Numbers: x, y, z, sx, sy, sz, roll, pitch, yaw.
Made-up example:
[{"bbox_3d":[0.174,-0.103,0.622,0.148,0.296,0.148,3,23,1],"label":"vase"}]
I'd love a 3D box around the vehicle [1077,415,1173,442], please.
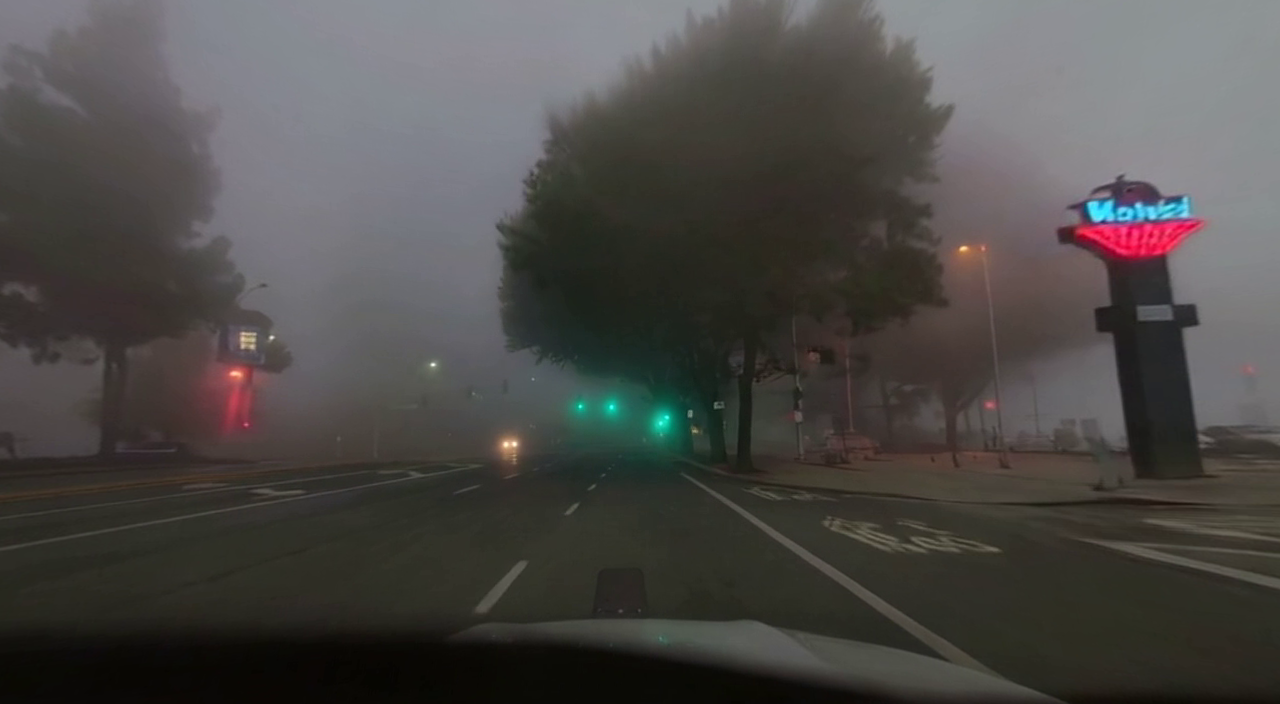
[{"bbox_3d":[32.354,5.116,42.099,4.763,1.725,2.082,0,-9,-3],"label":"vehicle"}]
